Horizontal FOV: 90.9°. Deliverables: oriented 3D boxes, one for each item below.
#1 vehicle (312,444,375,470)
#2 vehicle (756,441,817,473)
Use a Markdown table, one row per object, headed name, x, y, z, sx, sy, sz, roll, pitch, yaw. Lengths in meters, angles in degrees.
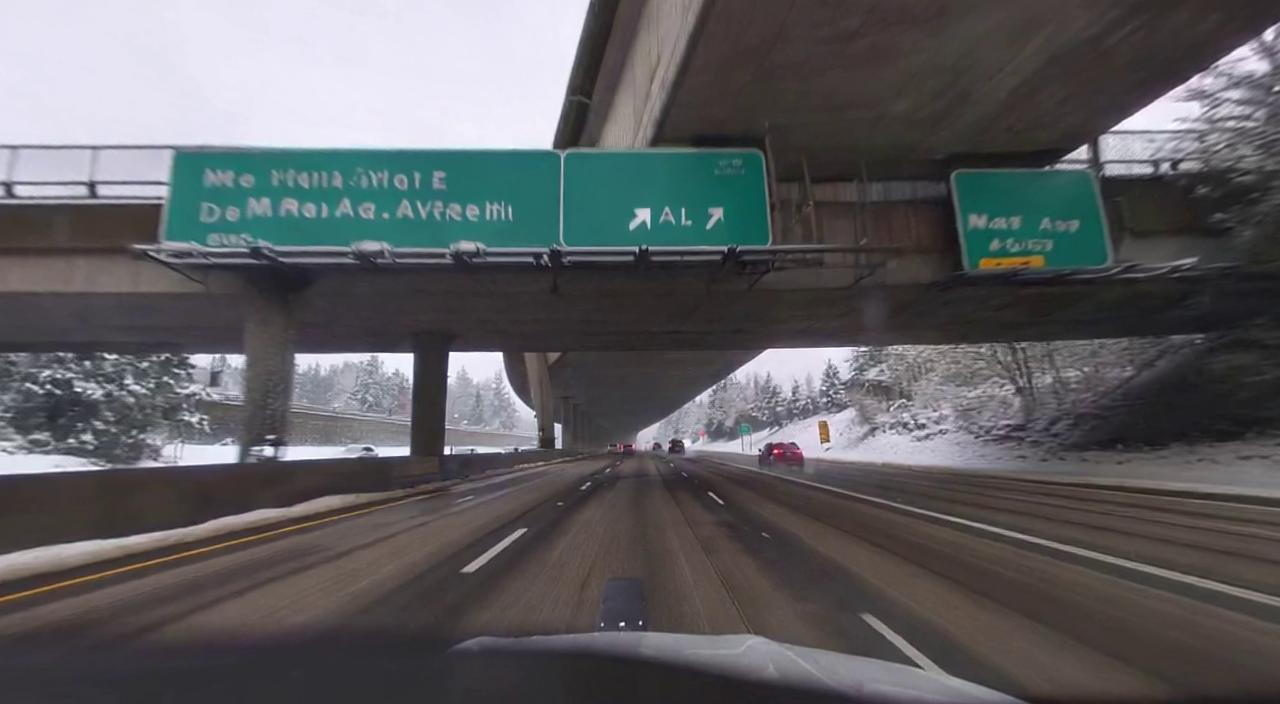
| name | x | y | z | sx | sy | sz | roll | pitch | yaw |
| --- | --- | --- | --- | --- | --- | --- | --- | --- | --- |
| vehicle | -21.644 | 7.683 | 46.341 | 1.956 | 1.751 | 5.372 | 0 | -8 | 1 |
| vehicle | 7.225 | 5.211 | 31.595 | 1.914 | 1.465 | 4.574 | 0 | -8 | -1 |
